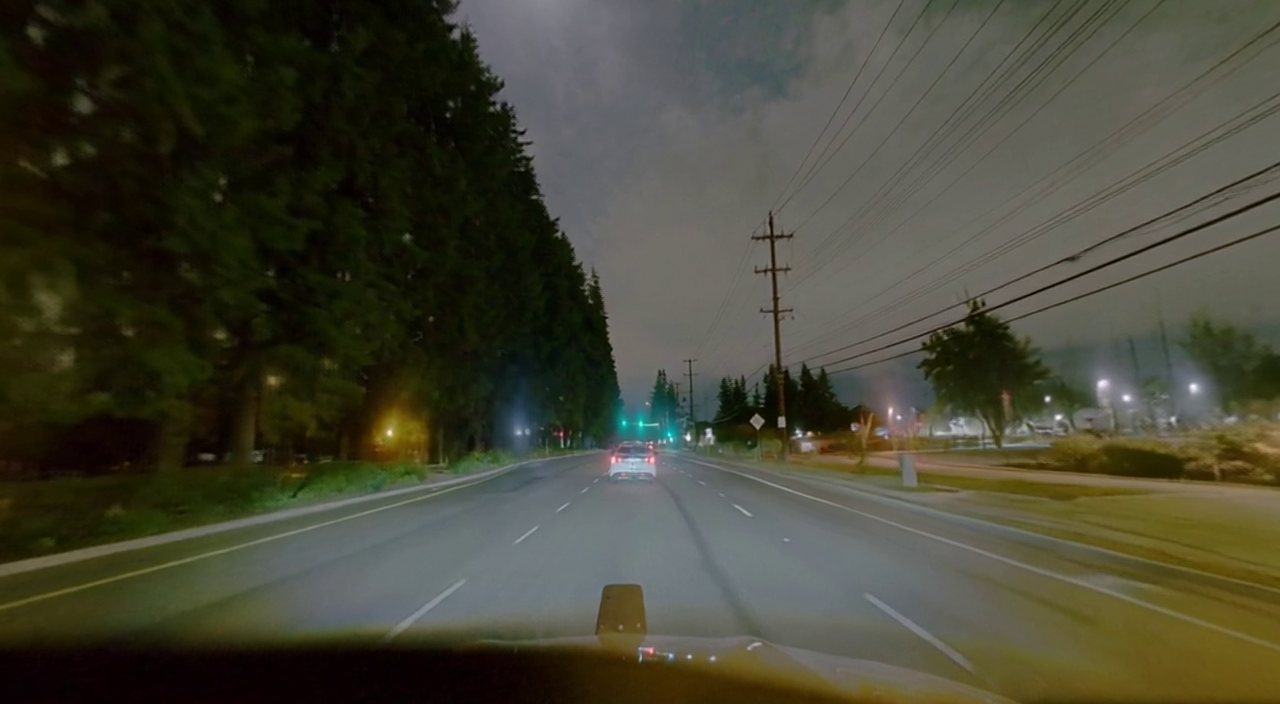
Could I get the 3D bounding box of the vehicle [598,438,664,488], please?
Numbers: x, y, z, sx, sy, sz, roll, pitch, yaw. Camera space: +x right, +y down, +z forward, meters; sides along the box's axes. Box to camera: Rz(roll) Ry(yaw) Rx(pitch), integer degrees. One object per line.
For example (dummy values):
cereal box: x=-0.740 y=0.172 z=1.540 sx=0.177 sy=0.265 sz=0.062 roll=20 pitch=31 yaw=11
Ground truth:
vehicle: x=-0.263 y=3.642 z=20.926 sx=1.991 sy=1.463 sz=3.988 roll=0 pitch=-8 yaw=0
